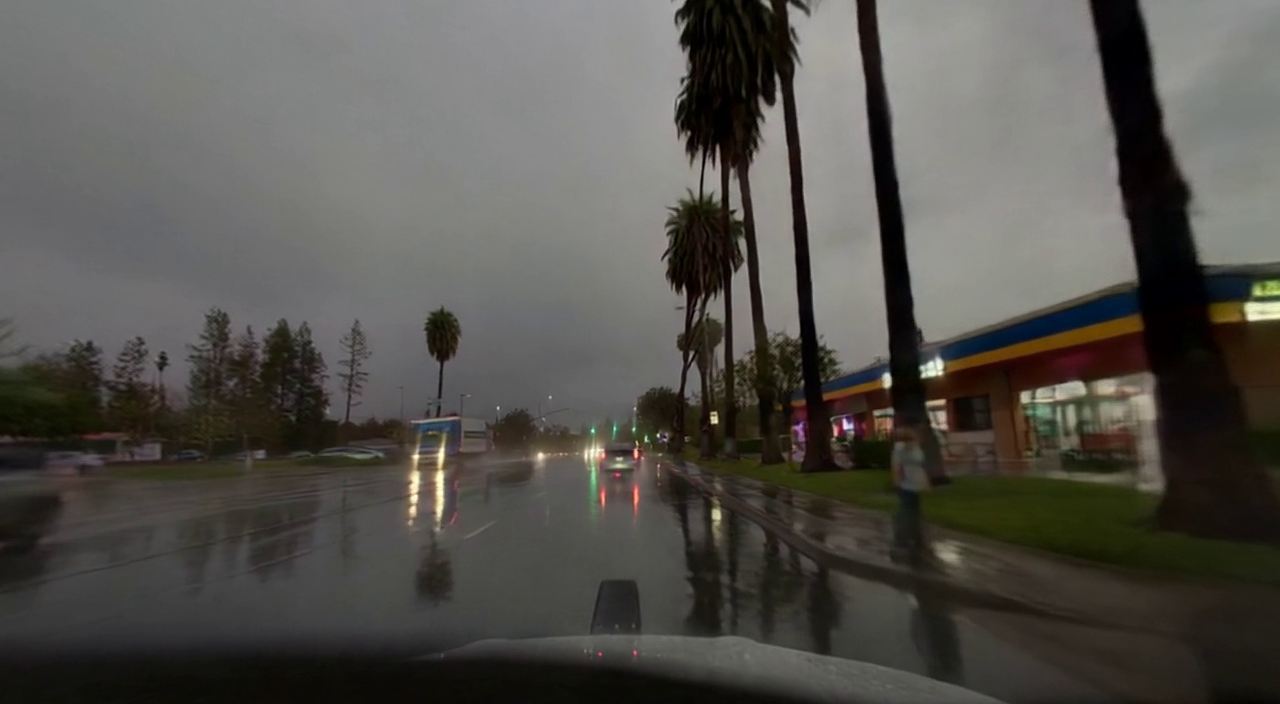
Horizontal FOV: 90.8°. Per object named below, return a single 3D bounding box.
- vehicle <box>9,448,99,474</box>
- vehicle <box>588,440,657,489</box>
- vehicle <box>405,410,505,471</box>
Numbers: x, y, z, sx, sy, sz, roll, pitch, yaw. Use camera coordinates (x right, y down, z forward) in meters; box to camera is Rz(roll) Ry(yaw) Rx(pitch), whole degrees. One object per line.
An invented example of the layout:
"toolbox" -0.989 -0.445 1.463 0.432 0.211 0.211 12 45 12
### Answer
"vehicle" -44.310 8.229 47.793 4.802 1.933 2.076 -1 -9 4
"vehicle" -0.560 3.719 21.225 2.076 1.486 4.119 0 -9 -1
"vehicle" -12.055 6.060 42.820 3.022 3.532 12.586 0 -9 0
